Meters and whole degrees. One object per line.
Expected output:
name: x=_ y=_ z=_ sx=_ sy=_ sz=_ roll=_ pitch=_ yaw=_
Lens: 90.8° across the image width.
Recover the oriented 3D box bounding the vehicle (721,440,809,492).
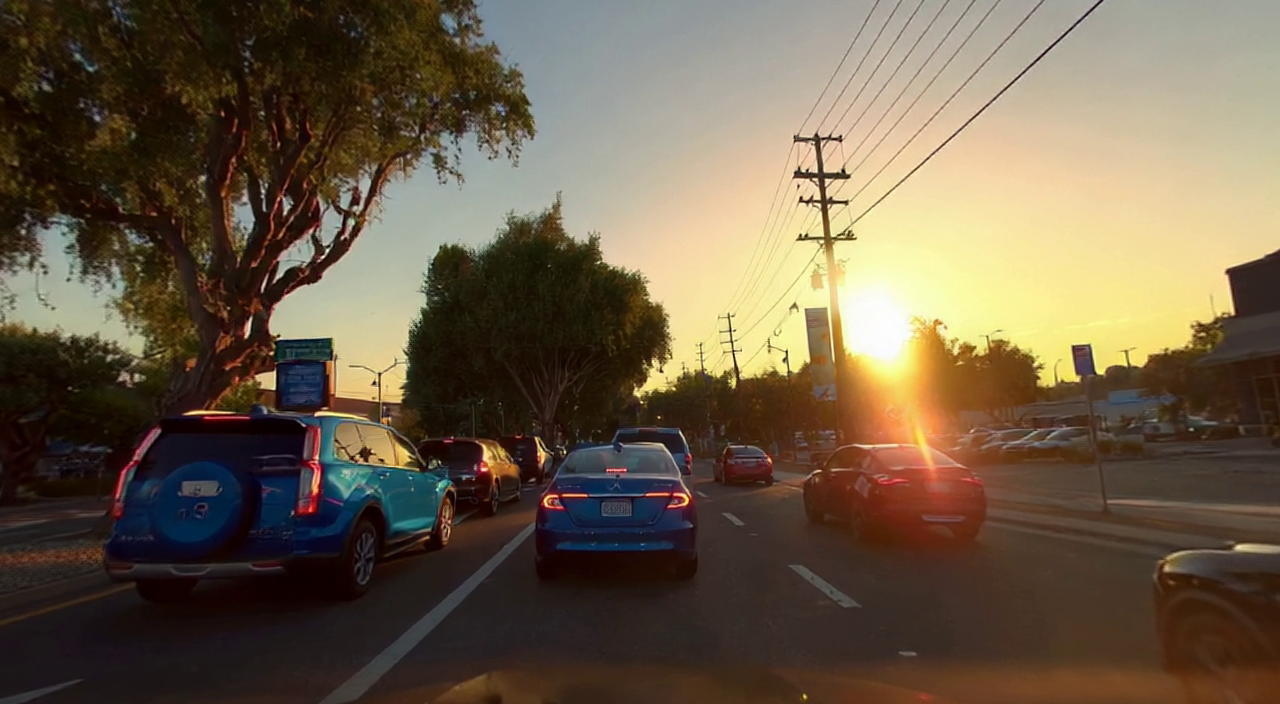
vehicle: x=3.822 y=3.552 z=20.025 sx=1.876 sy=1.456 sz=4.025 roll=0 pitch=-9 yaw=-1

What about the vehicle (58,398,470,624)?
vehicle: x=-3.436 y=1.525 z=6.999 sx=1.979 sy=1.697 sz=4.254 roll=0 pitch=-9 yaw=-1

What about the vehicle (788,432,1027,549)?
vehicle: x=3.924 y=2.098 z=10.278 sx=1.909 sy=1.473 sz=4.361 roll=0 pitch=-9 yaw=-1

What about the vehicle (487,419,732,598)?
vehicle: x=-0.317 y=1.632 z=7.400 sx=2.097 sy=1.511 sz=3.809 roll=0 pitch=-9 yaw=-2

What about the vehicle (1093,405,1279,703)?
vehicle: x=3.589 y=0.769 z=1.278 sx=1.929 sy=1.479 sz=4.723 roll=0 pitch=-9 yaw=1
